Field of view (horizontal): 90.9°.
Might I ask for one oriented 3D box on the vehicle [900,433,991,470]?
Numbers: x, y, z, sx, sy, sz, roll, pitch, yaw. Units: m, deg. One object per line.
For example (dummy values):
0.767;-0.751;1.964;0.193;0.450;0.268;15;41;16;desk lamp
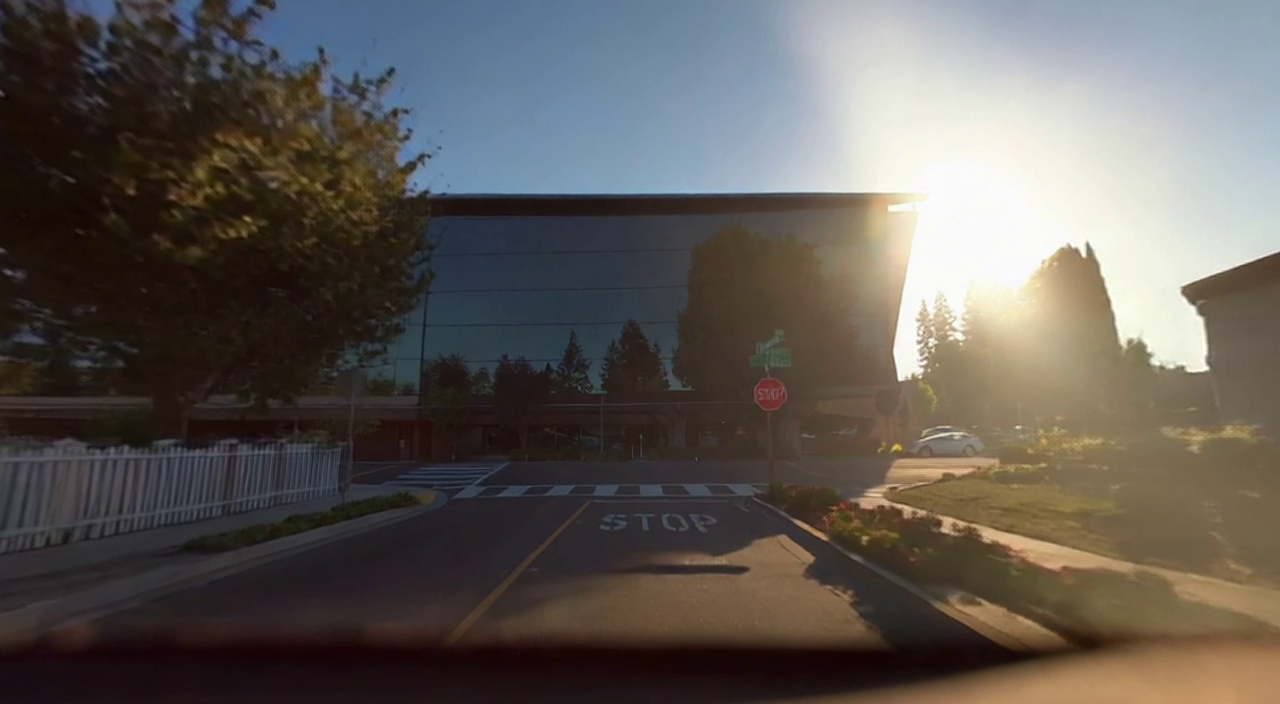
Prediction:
18.973;6.203;39.381;2.395;2.164;4.475;5;-10;-26;vehicle
